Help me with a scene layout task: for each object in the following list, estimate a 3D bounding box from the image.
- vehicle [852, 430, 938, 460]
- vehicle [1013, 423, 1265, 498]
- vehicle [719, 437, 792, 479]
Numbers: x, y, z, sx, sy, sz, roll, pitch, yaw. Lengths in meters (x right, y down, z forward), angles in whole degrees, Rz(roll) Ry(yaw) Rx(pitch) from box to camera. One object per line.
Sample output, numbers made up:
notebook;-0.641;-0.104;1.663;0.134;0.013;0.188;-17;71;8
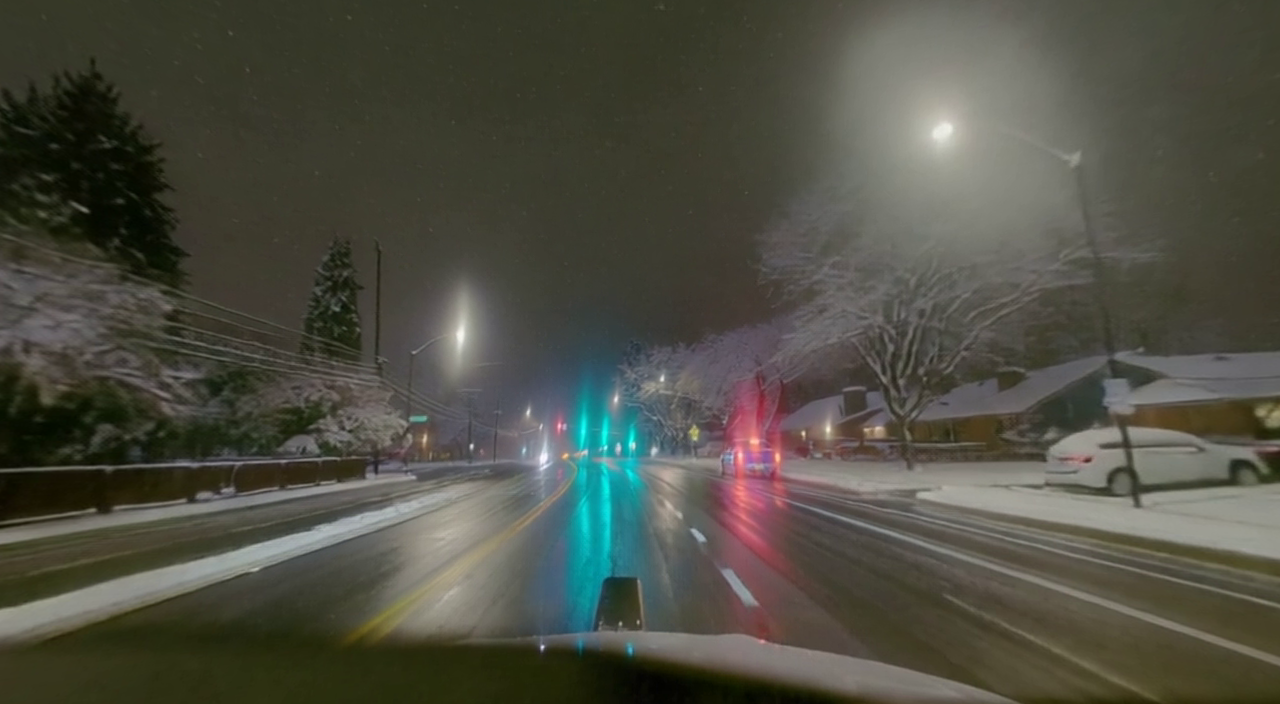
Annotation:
vehicle;16.342;5.984;40.669;4.623;1.741;1.924;-2;-8;-3
vehicle;11.427;2.506;14.737;4.220;1.603;1.884;0;-9;0
vehicle;5.608;5.205;31.419;2.285;1.868;5.575;0;-9;-3
